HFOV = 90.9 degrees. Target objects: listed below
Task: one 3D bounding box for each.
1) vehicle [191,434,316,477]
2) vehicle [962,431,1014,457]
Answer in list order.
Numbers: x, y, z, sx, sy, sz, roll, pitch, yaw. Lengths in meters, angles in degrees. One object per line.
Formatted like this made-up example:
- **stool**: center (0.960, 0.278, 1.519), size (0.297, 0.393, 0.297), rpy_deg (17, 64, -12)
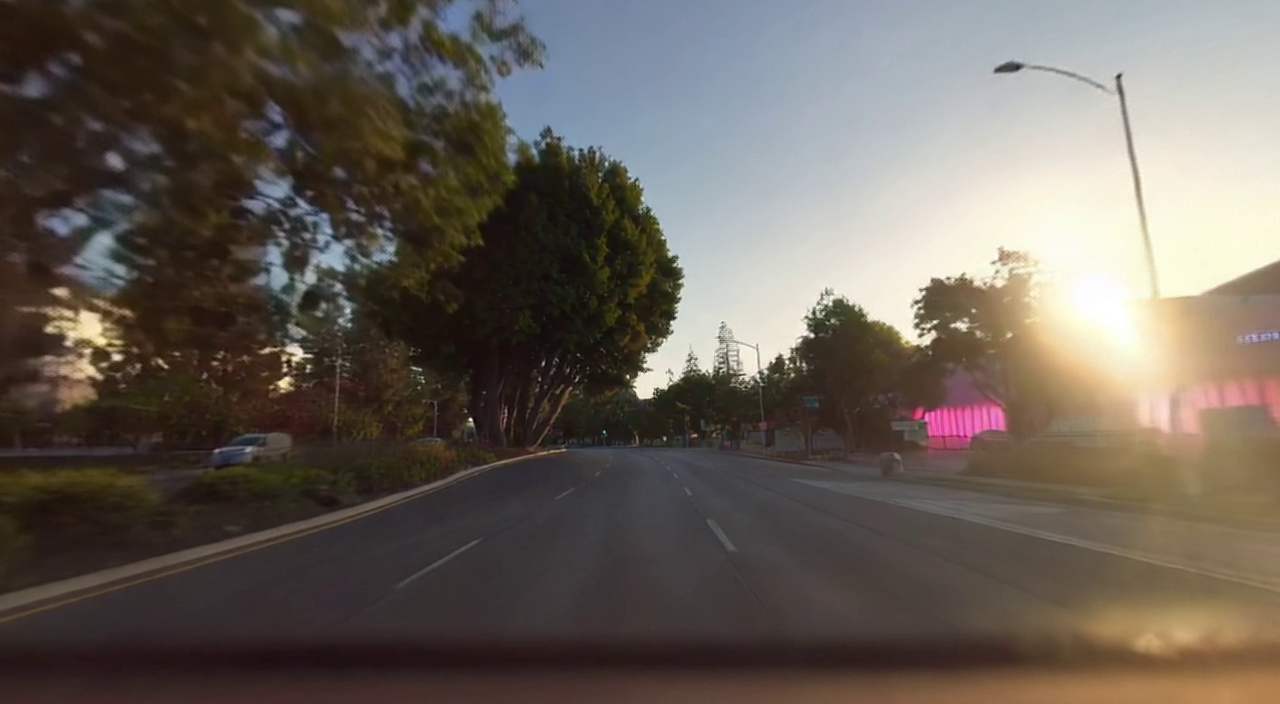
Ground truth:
- **vehicle**: center (-18.267, 4.918, 30.255), size (2.204, 1.821, 5.864), rpy_deg (0, -8, 0)
- **vehicle**: center (23.263, 6.178, 42.332), size (1.815, 1.618, 4.383), rpy_deg (-2, -9, 13)
